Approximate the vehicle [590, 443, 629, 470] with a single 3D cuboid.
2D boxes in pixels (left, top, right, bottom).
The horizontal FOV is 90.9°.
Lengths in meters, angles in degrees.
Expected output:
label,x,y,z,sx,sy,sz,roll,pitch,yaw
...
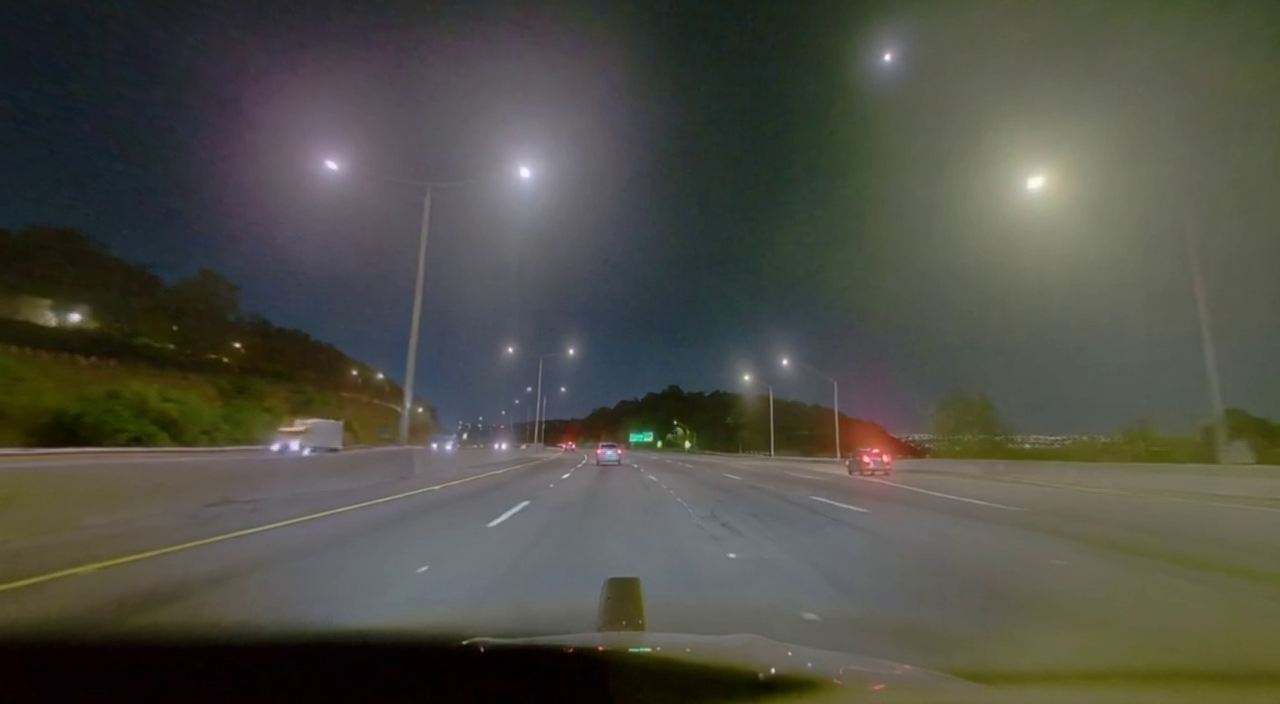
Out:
label,x,y,z,sx,sy,sz,roll,pitch,yaw
vehicle,-1.779,6.082,36.951,2.193,1.497,4.337,0,-8,-3
